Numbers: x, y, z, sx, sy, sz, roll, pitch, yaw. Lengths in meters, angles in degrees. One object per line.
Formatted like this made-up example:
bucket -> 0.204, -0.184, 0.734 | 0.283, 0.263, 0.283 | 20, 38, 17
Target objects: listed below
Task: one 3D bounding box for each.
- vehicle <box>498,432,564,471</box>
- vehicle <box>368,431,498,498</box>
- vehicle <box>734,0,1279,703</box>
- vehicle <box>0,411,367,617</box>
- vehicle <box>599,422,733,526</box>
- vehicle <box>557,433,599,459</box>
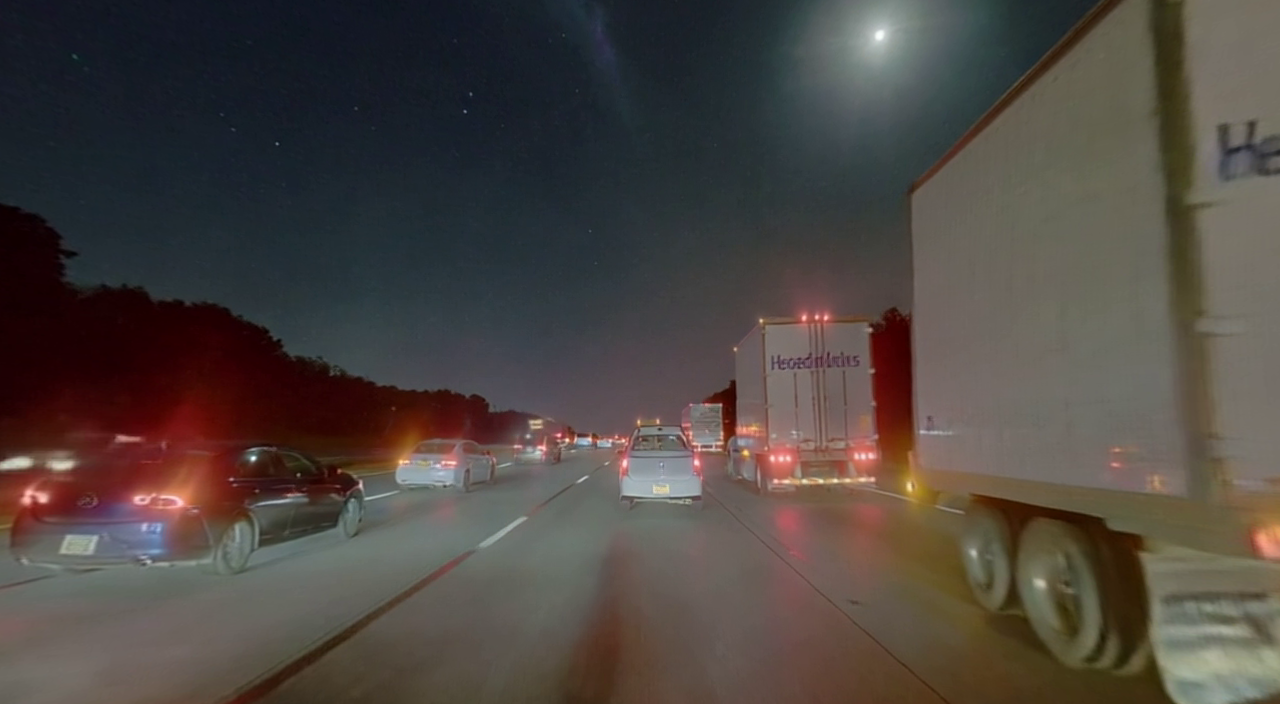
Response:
vehicle -> -4.509, 4.155, 26.731 | 1.887, 1.493, 4.411 | 0, -8, 1
vehicle -> -5.025, 2.747, 15.940 | 1.880, 1.458, 3.978 | 0, -8, 1
vehicle -> 4.034, 0.604, 9.898 | 2.817, 3.989, 14.321 | 0, -8, -1
vehicle -> -4.583, 1.455, 6.572 | 1.821, 1.514, 3.677 | 0, -8, 0
vehicle -> 0.351, 2.040, 11.111 | 1.973, 1.505, 3.568 | 0, -8, -1
vehicle -> -3.795, 5.815, 39.211 | 2.005, 1.475, 4.466 | 0, -8, 2
